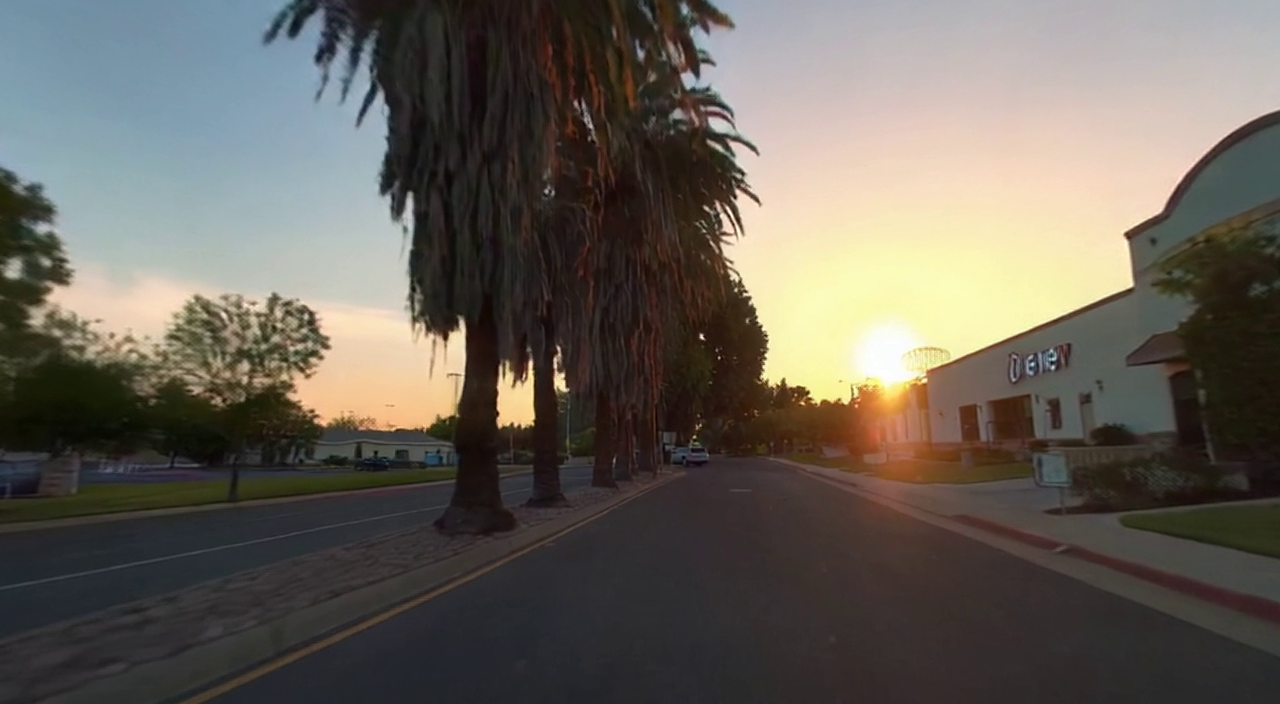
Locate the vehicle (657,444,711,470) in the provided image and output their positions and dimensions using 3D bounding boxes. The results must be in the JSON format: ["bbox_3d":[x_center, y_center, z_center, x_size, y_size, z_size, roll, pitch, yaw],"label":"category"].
[{"bbox_3d":[3.275,7.959,47.949,2.174,1.863,4.651,3,-9,-23],"label":"vehicle"}]
